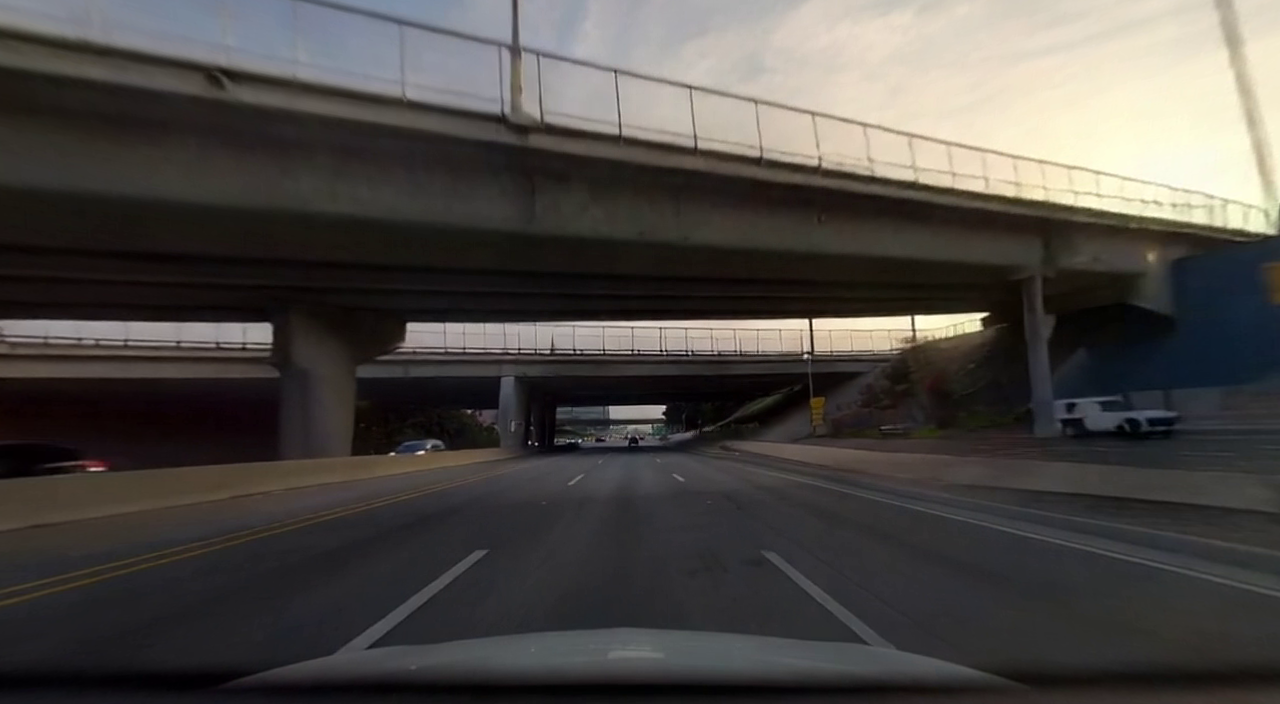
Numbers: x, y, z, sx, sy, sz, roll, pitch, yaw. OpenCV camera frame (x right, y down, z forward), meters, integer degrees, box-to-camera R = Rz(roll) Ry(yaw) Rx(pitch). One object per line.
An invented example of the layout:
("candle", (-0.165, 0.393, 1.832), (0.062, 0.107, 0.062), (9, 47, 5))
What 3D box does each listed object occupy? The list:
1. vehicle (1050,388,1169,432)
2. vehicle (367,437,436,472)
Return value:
("vehicle", (22.719, 2.906, 30.766), (2.046, 1.878, 4.733), (0, -8, -1))
("vehicle", (-12.161, 5.230, 32.387), (1.933, 1.619, 4.153), (-1, -8, 0))
